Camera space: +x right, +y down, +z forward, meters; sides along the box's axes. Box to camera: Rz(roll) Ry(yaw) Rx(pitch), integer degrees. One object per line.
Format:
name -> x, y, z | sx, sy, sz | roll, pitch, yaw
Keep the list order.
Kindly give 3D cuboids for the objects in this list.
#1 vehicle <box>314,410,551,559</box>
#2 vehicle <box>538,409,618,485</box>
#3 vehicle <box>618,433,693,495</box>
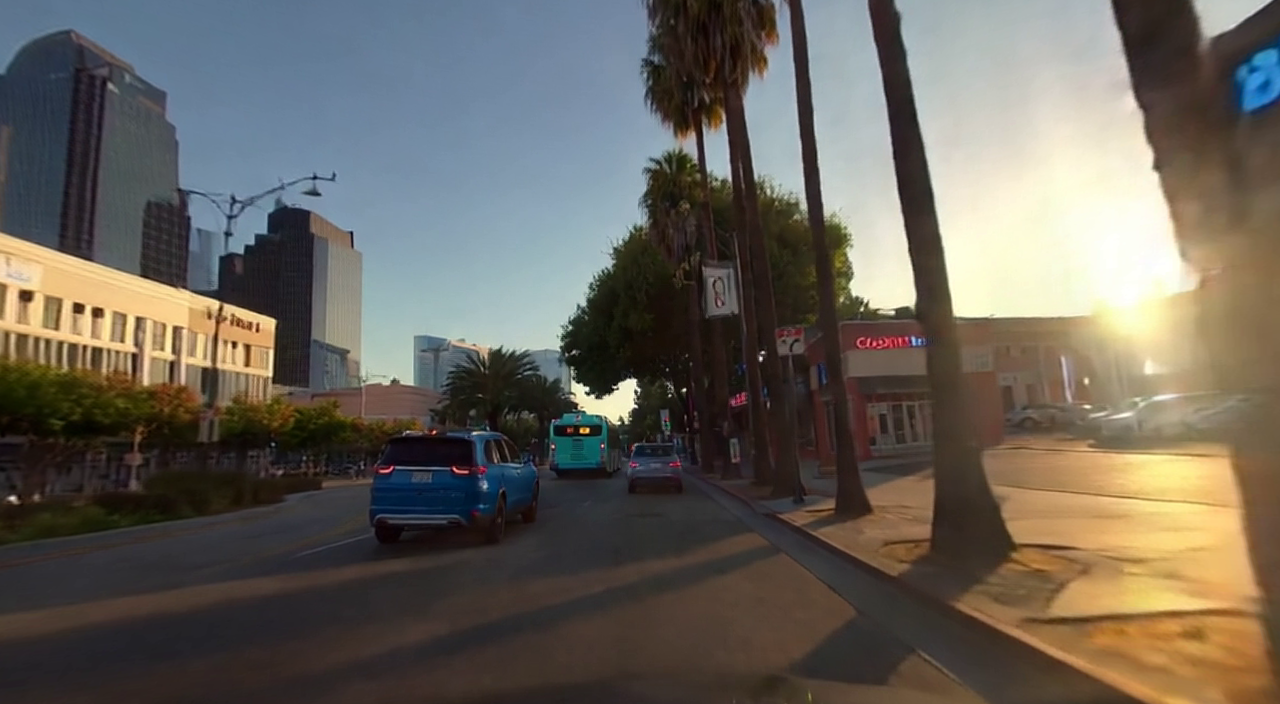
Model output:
vehicle -> -2.869, 1.976, 10.066 | 2.124, 1.799, 4.587 | 0, -9, 1
vehicle -> -2.678, 4.511, 29.919 | 2.775, 3.064, 8.297 | 0, -9, 1
vehicle -> 0.458, 3.461, 19.843 | 2.120, 1.727, 3.917 | 0, -9, 0
